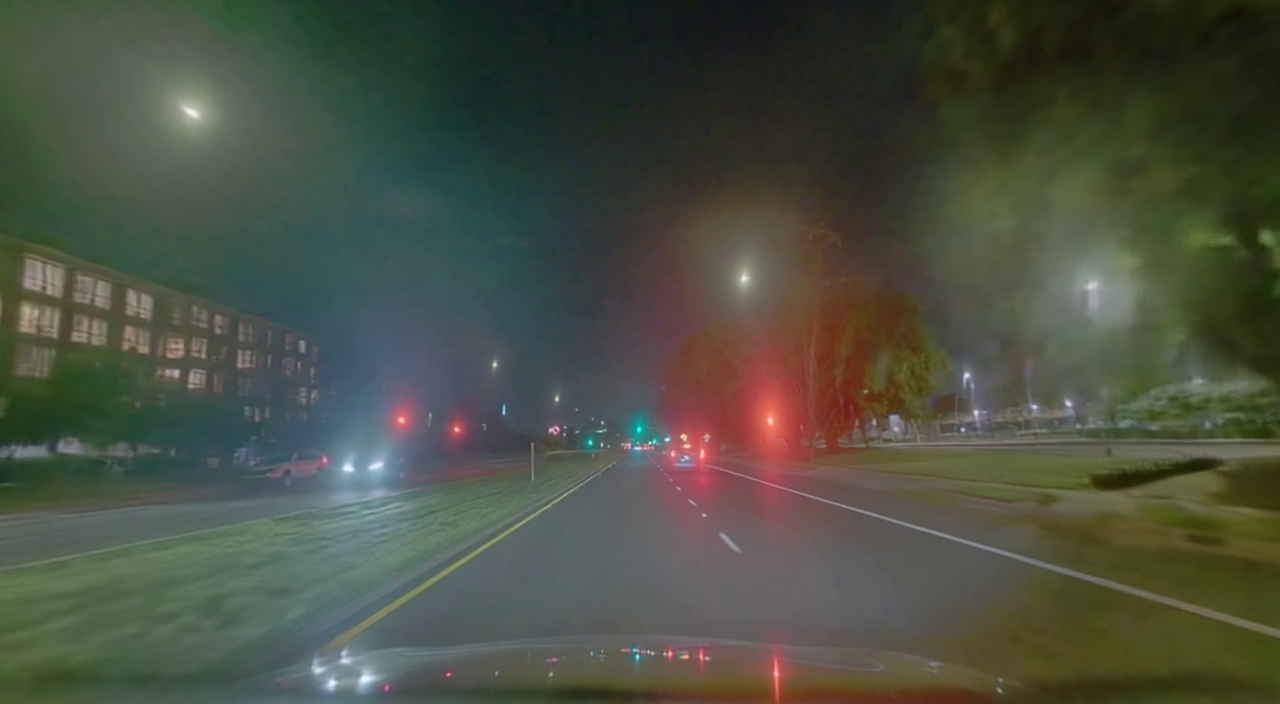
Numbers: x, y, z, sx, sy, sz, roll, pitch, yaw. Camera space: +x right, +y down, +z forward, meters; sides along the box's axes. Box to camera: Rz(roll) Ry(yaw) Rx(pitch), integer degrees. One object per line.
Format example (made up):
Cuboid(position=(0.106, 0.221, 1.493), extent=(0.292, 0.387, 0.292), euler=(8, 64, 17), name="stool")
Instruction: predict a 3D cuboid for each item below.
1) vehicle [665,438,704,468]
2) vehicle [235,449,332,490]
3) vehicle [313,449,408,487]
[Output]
Cuboid(position=(2.866, 6.639, 41.564), extent=(2.085, 1.828, 5.383), euler=(0, -8, -1), name="vehicle")
Cuboid(position=(-16.971, 5.580, 30.356), extent=(2.052, 1.776, 4.483), euler=(0, -8, 0), name="vehicle")
Cuboid(position=(-11.831, 4.906, 27.143), extent=(1.890, 1.446, 4.714), euler=(0, -9, 1), name="vehicle")
